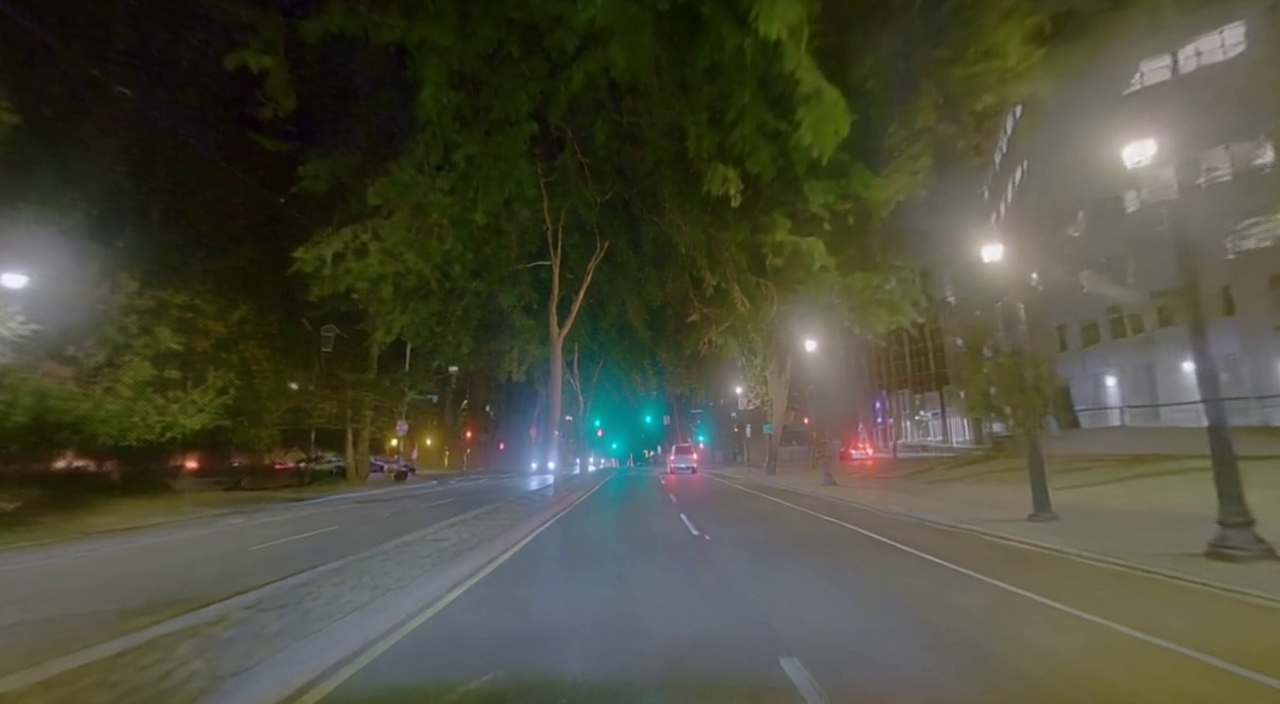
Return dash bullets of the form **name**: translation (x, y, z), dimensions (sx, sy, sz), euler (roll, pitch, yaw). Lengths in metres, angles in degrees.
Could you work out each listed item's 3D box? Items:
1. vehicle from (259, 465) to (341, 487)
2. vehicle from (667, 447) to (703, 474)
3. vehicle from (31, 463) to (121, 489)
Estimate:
- **vehicle**: translation (-24.975, 9.118, 46.419), dimensions (4.815, 1.469, 2.056), euler (0, -8, 1)
- **vehicle**: translation (2.990, 7.379, 42.985), dimensions (2.129, 1.719, 4.205), euler (0, -9, 0)
- **vehicle**: translation (-41.819, 9.185, 46.808), dimensions (4.687, 1.625, 2.096), euler (-2, -8, 0)
